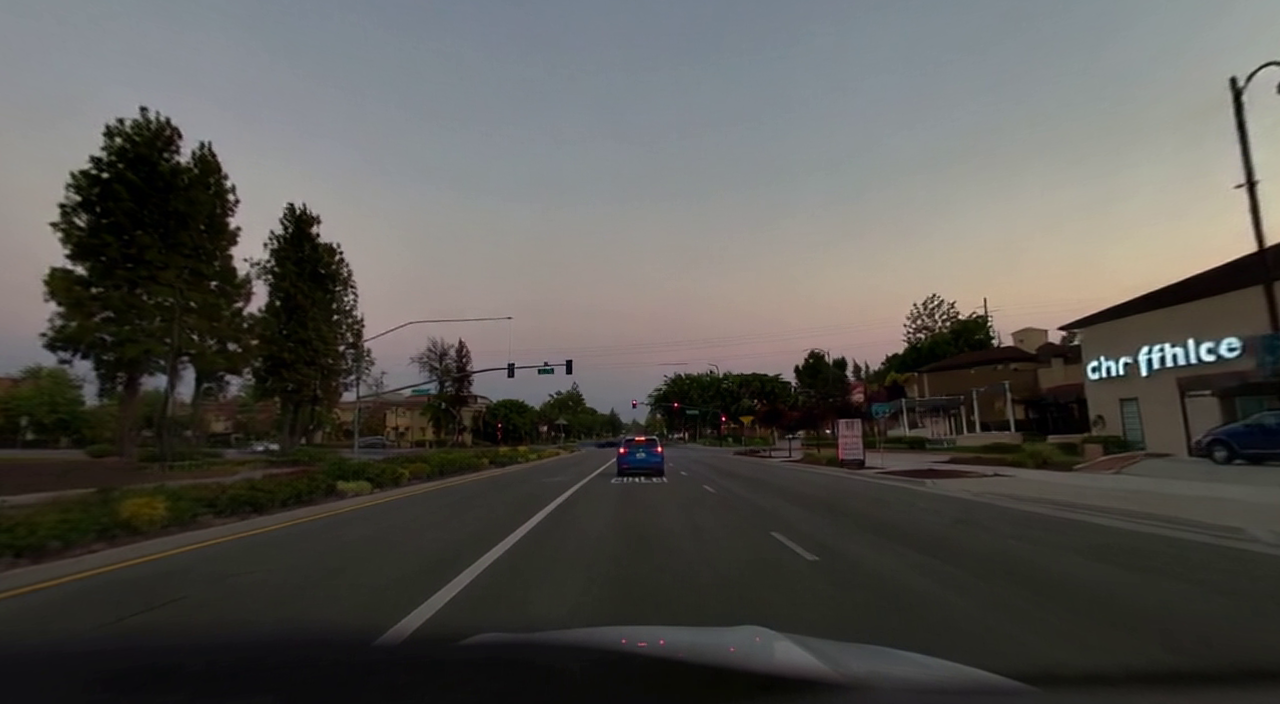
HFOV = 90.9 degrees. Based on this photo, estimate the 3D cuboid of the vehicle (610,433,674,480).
[{"bbox_3d":[0.012,3.686,22.483,2.028,1.478,4.545,0,-8,-1],"label":"vehicle"}]
